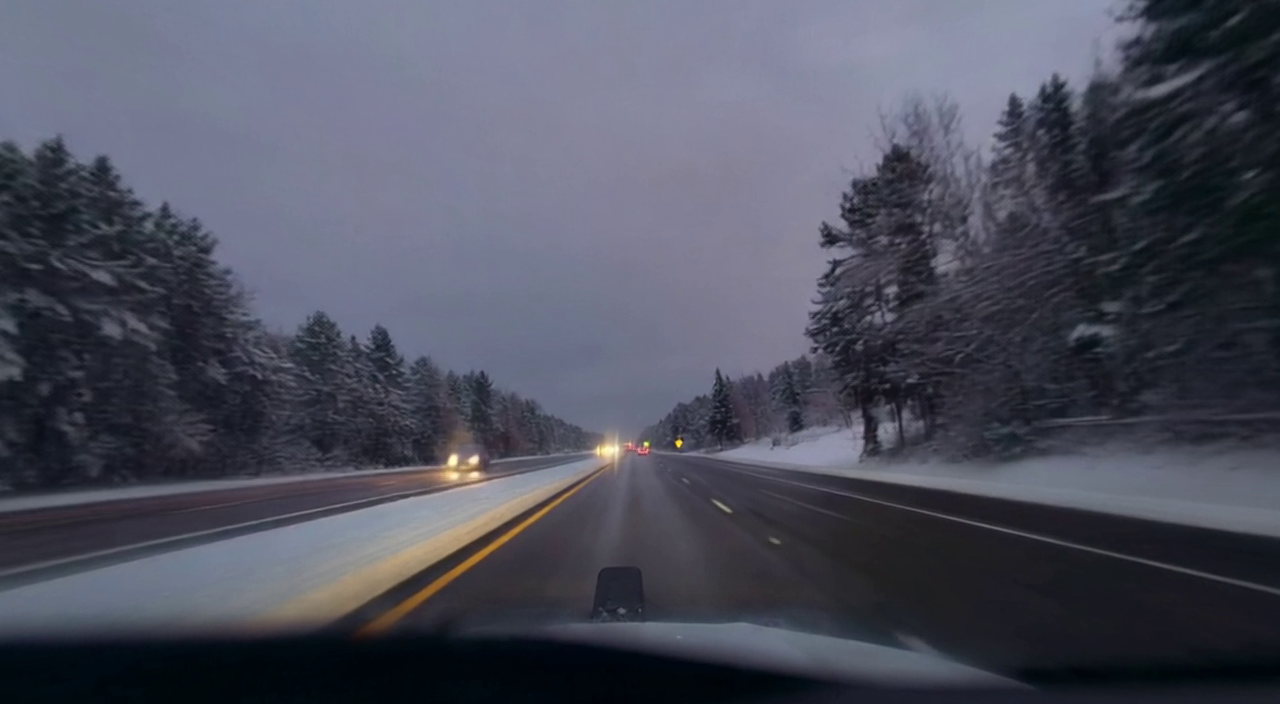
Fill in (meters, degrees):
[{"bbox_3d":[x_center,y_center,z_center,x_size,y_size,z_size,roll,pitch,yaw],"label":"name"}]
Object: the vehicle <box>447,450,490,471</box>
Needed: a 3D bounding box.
[{"bbox_3d":[-12.896,8.172,47.666,2.037,1.461,4.527,0,-9,0],"label":"vehicle"}]
